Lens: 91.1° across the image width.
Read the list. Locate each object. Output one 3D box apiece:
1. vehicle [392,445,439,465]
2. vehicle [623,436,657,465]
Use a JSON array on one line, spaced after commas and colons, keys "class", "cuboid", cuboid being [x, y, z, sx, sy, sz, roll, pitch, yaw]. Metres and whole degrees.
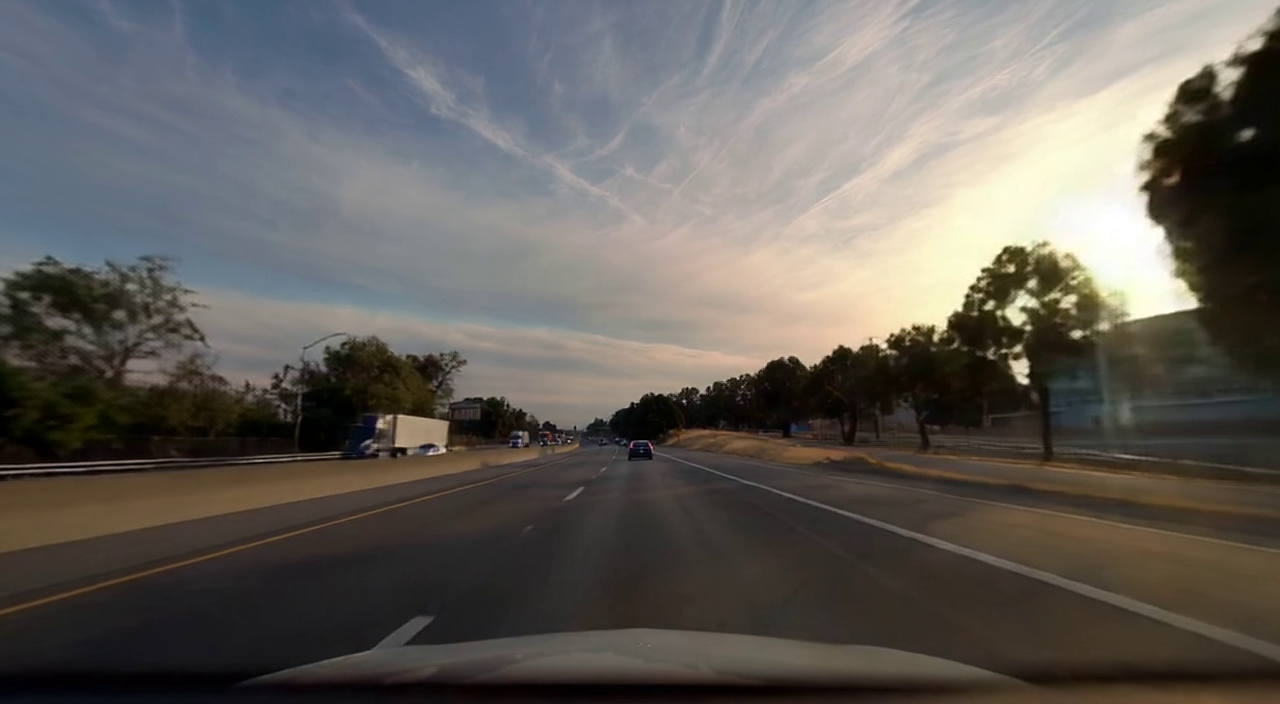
[{"class": "vehicle", "cuboid": [-17.638, 8.074, 49.503, 1.988, 1.500, 4.746, 0, -8, -1]}, {"class": "vehicle", "cuboid": [-0.075, 6.167, 39.502, 2.029, 1.666, 4.064, 0, -8, -2]}]
